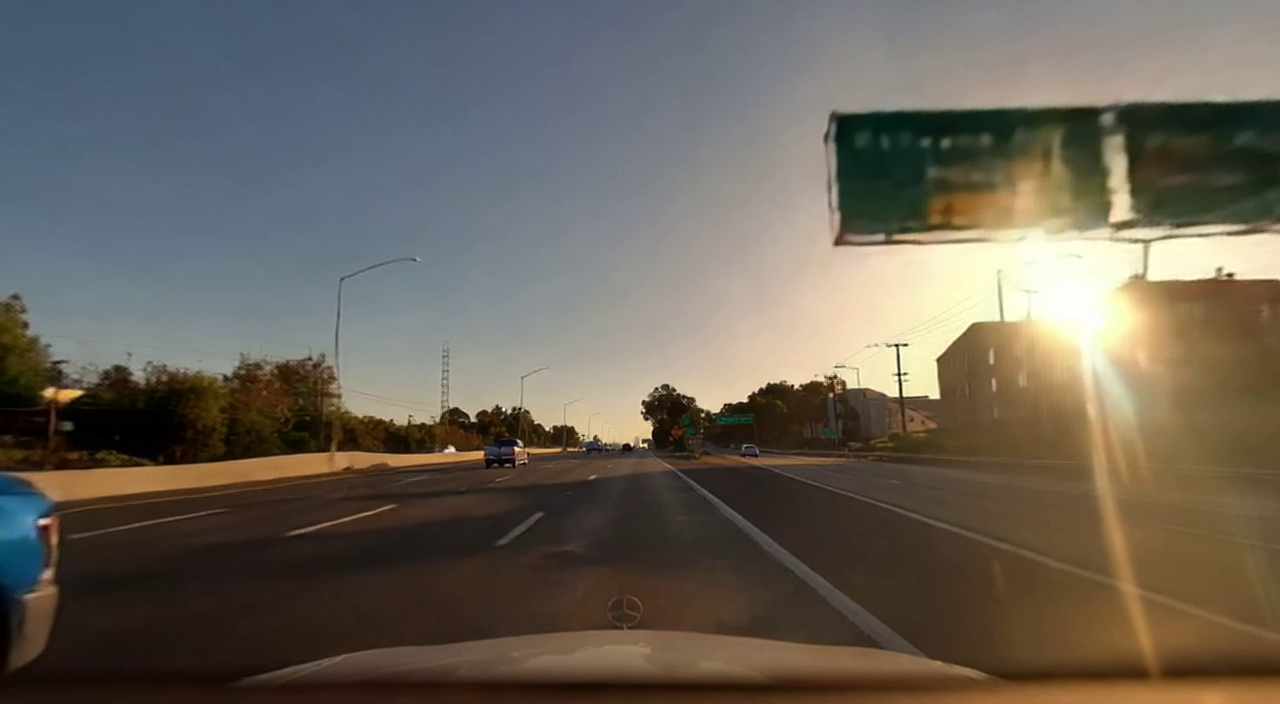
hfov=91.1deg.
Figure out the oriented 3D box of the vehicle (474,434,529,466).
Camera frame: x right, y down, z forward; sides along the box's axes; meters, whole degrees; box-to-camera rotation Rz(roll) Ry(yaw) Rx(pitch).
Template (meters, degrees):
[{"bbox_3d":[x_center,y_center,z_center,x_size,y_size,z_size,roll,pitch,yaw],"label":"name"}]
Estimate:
[{"bbox_3d":[-10.246,7.309,47.119,2.667,2.213,6.081,0,-8,0],"label":"vehicle"}]
